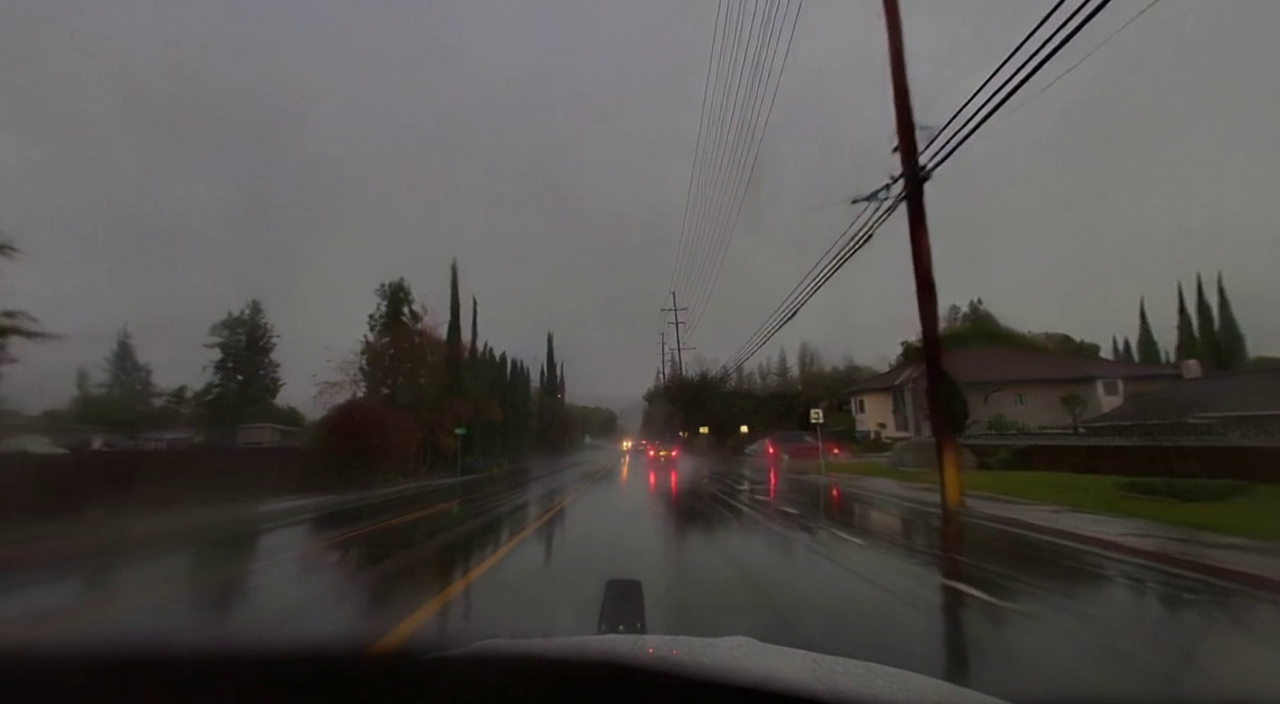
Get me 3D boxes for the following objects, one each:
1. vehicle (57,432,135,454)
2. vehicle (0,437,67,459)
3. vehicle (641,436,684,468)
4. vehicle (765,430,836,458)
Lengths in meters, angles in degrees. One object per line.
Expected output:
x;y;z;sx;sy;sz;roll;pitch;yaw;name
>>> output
-40.473;6.744;47.050;4.127;1.528;1.708;-1;-8;0;vehicle
-40.481;6.320;41.596;3.825;1.441;1.672;0;-9;0;vehicle
1.053;4.982;31.531;1.975;1.497;3.647;0;-8;0;vehicle
12.129;6.928;47.682;4.635;2.026;2.258;3;-9;-18;vehicle
